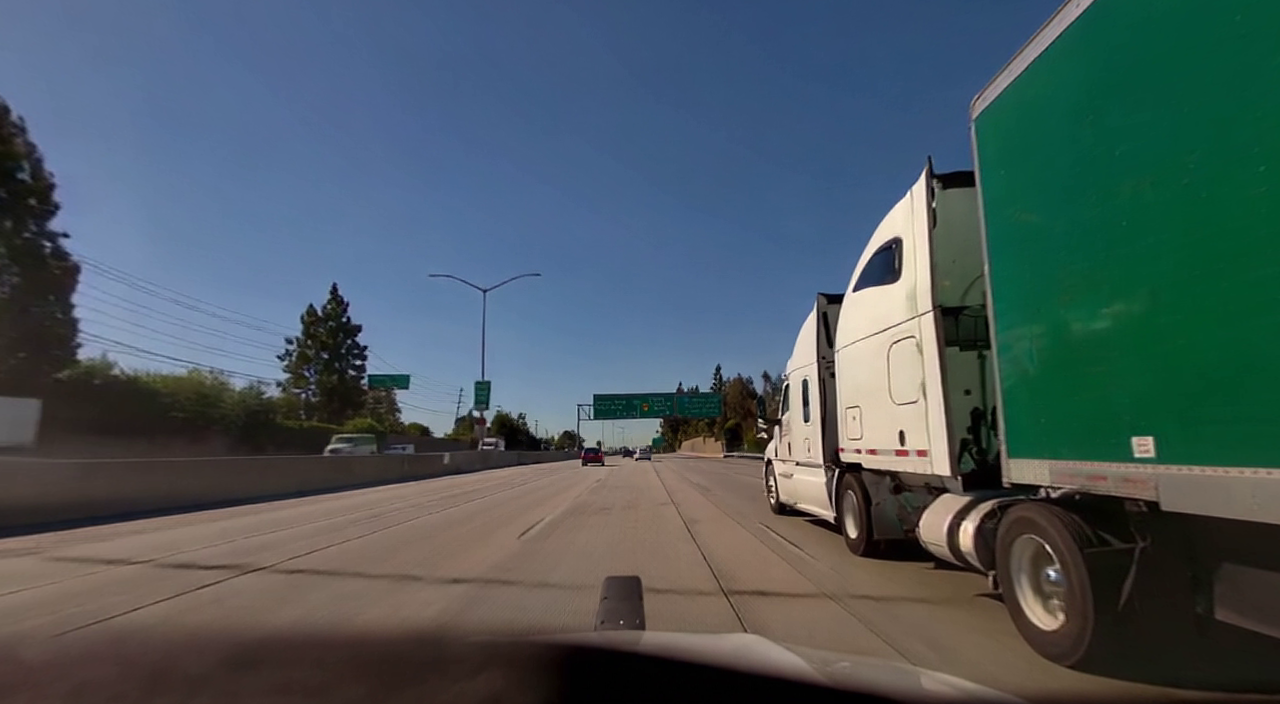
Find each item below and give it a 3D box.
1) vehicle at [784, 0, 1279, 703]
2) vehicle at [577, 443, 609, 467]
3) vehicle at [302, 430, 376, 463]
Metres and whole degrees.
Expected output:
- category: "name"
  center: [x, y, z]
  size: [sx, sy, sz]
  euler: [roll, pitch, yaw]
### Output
- category: "vehicle"
  center: [3.890, -0.243, 2.732]
  size: [2.899, 4.078, 16.430]
  euler: [0, -8, 1]
- category: "vehicle"
  center: [-3.526, 7.826, 47.999]
  size: [2.000, 1.658, 4.155]
  euler: [0, -9, 1]
- category: "vehicle"
  center: [-21.301, 6.721, 44.859]
  size: [2.350, 2.196, 5.689]
  euler: [0, -9, 1]
